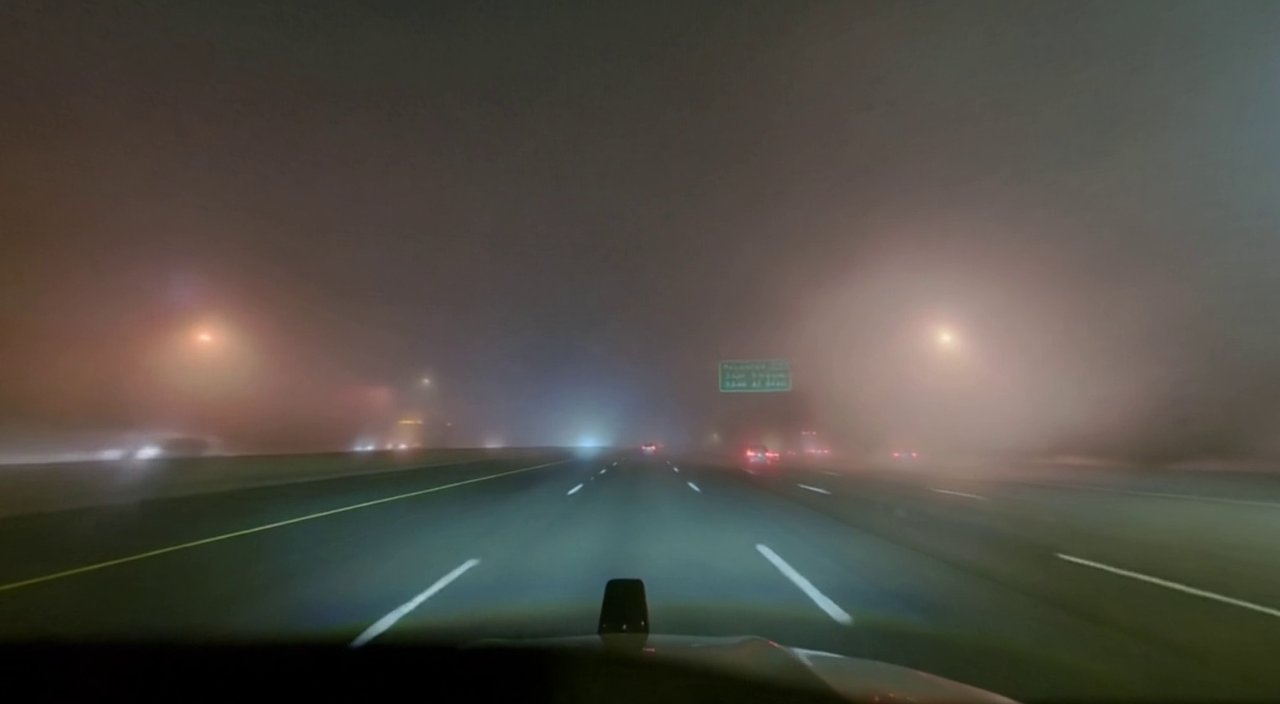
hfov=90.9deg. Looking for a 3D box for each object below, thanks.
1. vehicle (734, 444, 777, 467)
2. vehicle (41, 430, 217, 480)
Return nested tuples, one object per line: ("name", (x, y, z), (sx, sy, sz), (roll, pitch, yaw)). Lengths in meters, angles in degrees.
("vehicle", (7.868, 7.049, 43.217), (2.056, 1.465, 4.304), (0, -8, -1))
("vehicle", (-21.000, 4.271, 26.412), (2.348, 1.818, 5.837), (0, -8, 2))
